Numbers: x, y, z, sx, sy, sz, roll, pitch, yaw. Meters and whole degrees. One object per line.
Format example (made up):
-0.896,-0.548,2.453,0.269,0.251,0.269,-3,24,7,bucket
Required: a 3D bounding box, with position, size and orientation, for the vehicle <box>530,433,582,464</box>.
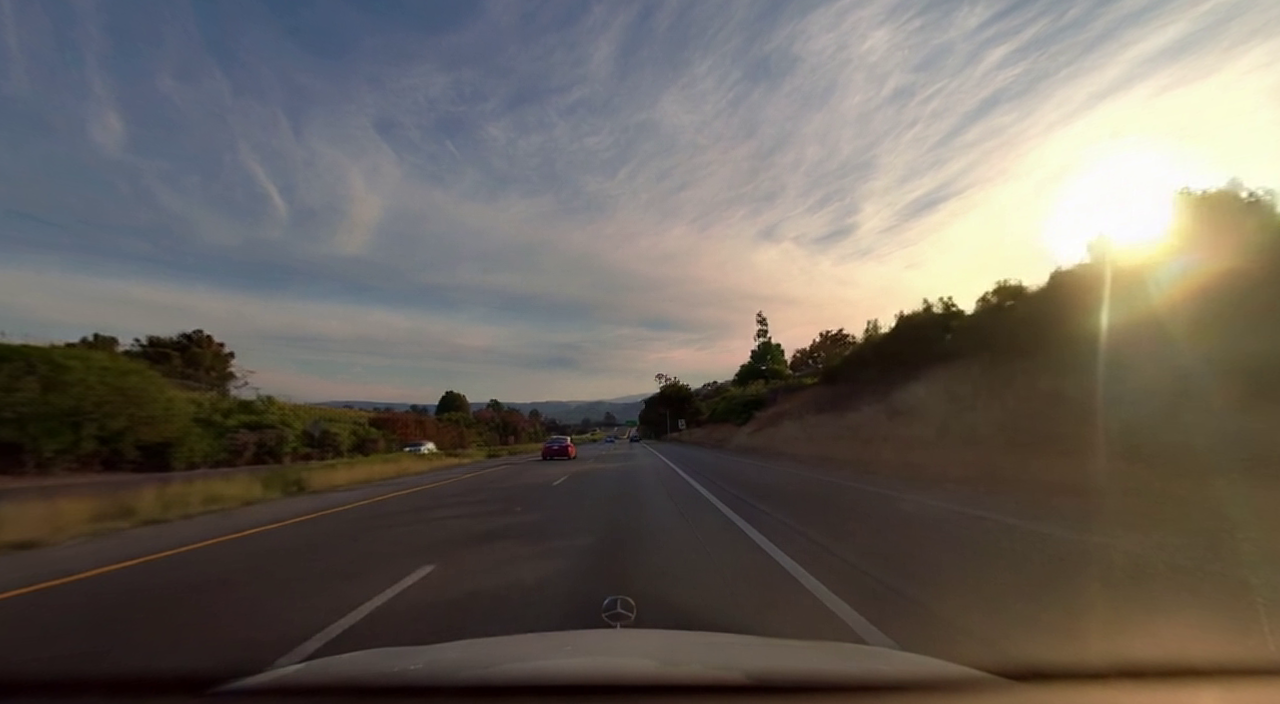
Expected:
-4.237,4.927,32.333,2.063,1.496,4.225,0,-7,0,vehicle
